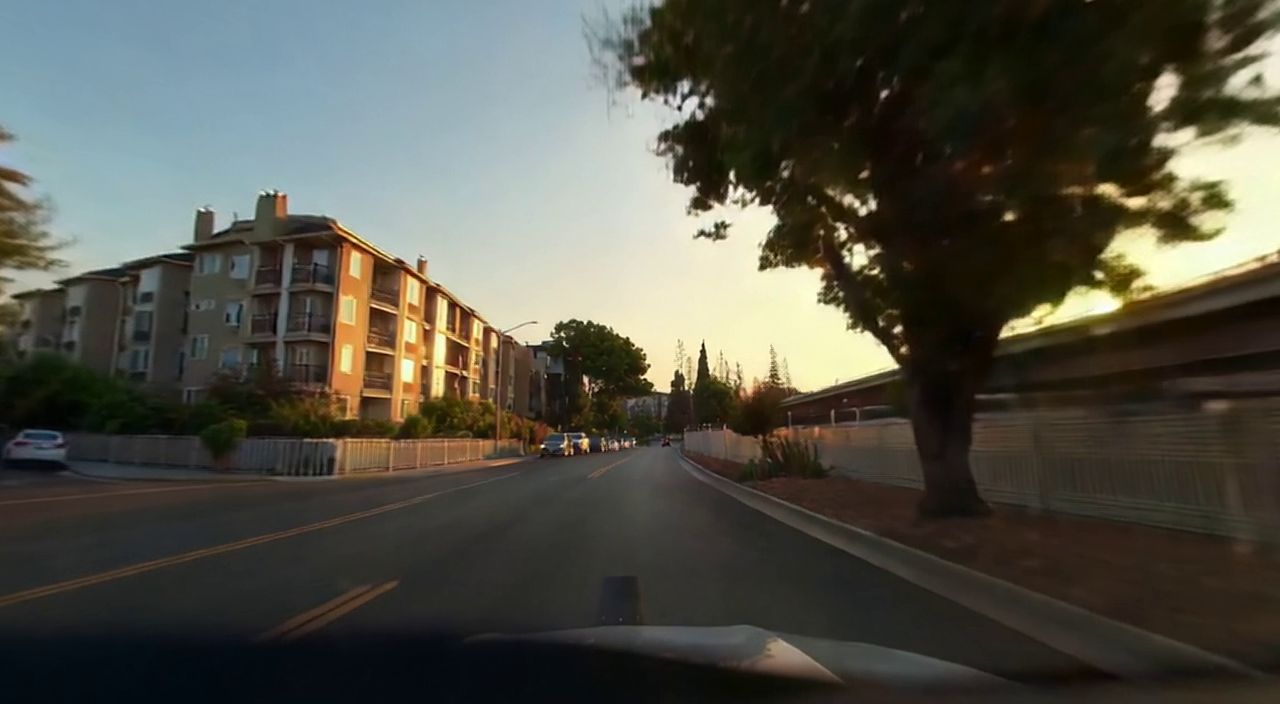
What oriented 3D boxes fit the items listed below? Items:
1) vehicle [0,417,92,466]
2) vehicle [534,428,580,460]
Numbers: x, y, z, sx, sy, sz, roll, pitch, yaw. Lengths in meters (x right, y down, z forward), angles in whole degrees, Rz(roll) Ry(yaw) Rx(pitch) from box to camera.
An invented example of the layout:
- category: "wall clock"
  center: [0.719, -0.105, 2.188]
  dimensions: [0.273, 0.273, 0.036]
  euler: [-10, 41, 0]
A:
- category: "vehicle"
  center: [-24.893, 3.642, 25.687]
  dimensions: [5.078, 1.794, 2.210]
  euler: [-5, -10, 30]
- category: "vehicle"
  center: [-5.707, 6.434, 44.094]
  dimensions: [2.192, 1.965, 4.917]
  euler: [2, -8, 3]
